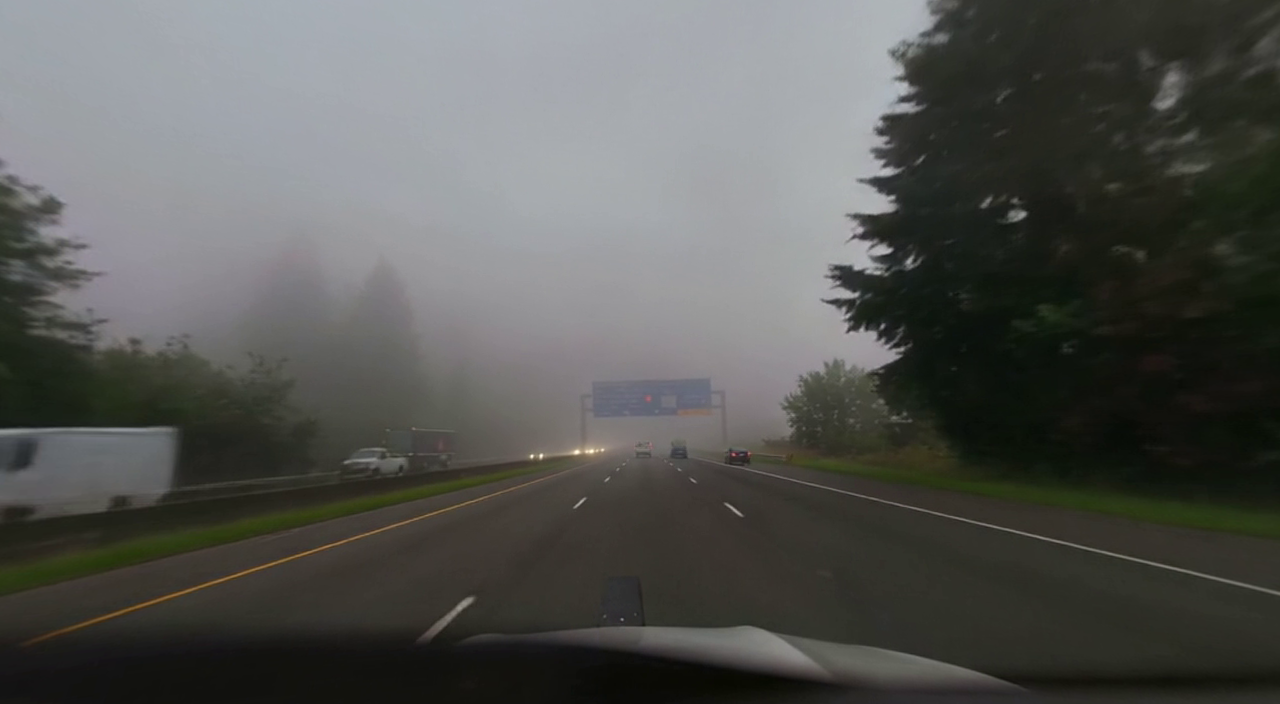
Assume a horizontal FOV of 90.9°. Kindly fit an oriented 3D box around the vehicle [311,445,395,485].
[{"bbox_3d":[-19.221,7.586,42.658,2.444,2.485,6.531,0,-9,1],"label":"vehicle"}]

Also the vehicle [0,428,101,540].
[{"bbox_3d":[-15.587,2.945,13.997,2.281,2.519,5.502,0,-9,0],"label":"vehicle"}]
